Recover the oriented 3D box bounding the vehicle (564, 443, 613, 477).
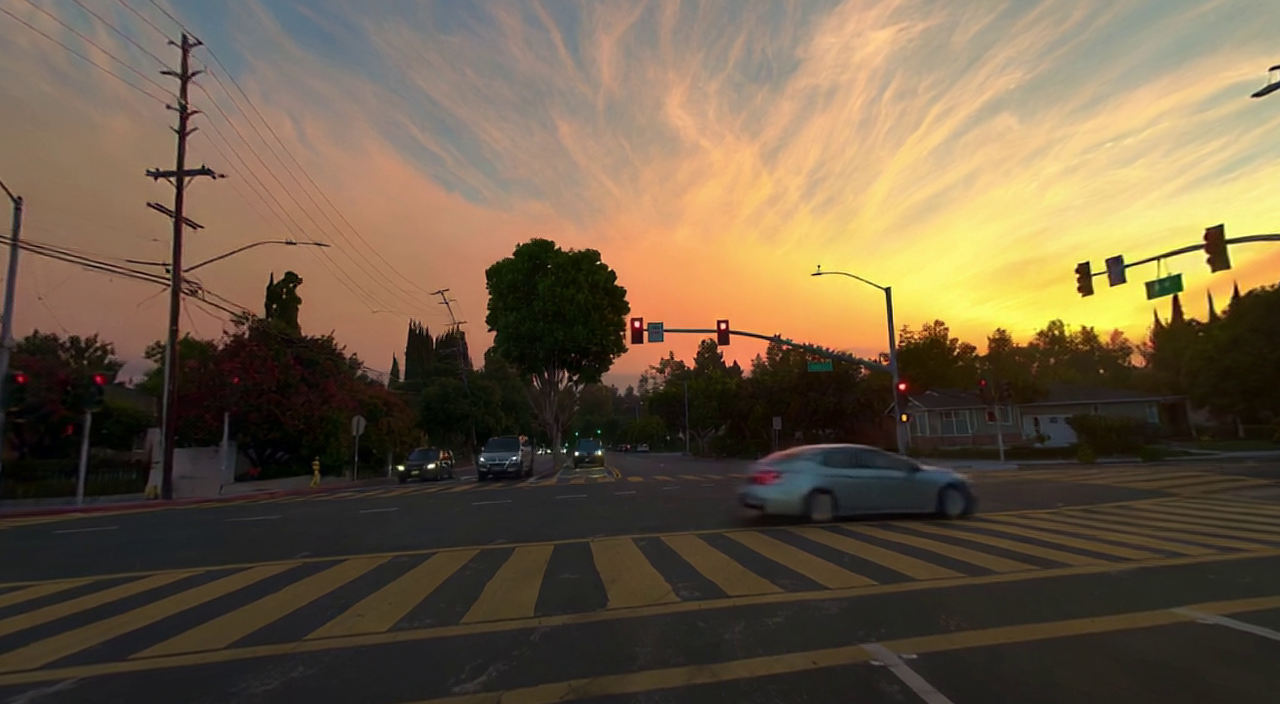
[{"bbox_3d":[-2.425,5.231,30.930,2.174,1.477,4.805,0,-9,-2],"label":"vehicle"}]

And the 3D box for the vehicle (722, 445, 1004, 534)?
[{"bbox_3d":[4.036,2.441,11.748,4.443,1.367,2.197,2,-9,-16],"label":"vehicle"}]

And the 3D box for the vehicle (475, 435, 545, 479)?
[{"bbox_3d":[-6.400,5.246,31.777,2.479,1.977,5.254,0,-9,-1],"label":"vehicle"}]

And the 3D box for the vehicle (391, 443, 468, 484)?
[{"bbox_3d":[-10.179,5.401,30.982,2.241,1.819,4.690,0,-9,-1],"label":"vehicle"}]
